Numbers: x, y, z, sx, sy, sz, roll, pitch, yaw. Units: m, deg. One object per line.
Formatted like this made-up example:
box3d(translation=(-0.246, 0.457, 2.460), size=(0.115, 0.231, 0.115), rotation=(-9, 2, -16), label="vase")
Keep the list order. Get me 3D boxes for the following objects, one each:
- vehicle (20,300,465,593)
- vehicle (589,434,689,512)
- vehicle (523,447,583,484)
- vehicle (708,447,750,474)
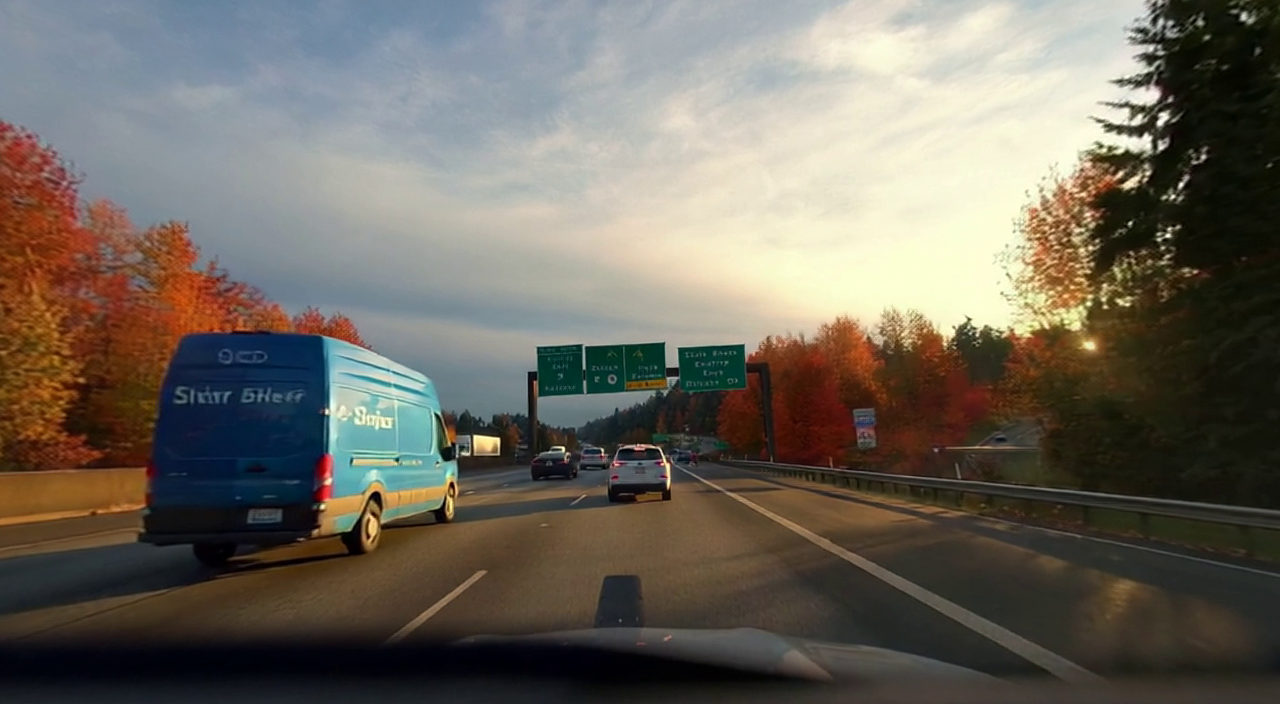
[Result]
box3d(translation=(-4.427, 1.274, 8.699), size=(2.275, 2.692, 5.810), rotation=(0, -9, 0), label="vehicle")
box3d(translation=(-0.010, 2.995, 15.947), size=(2.195, 1.679, 4.070), rotation=(0, -9, 0), label="vehicle")
box3d(translation=(-3.764, 4.993, 27.819), size=(2.015, 1.496, 4.312), rotation=(0, -9, 0), label="vehicle")
box3d(translation=(5.251, 6.428, 37.385), size=(1.962, 1.503, 4.432), rotation=(0, -9, 2), label="vehicle")
